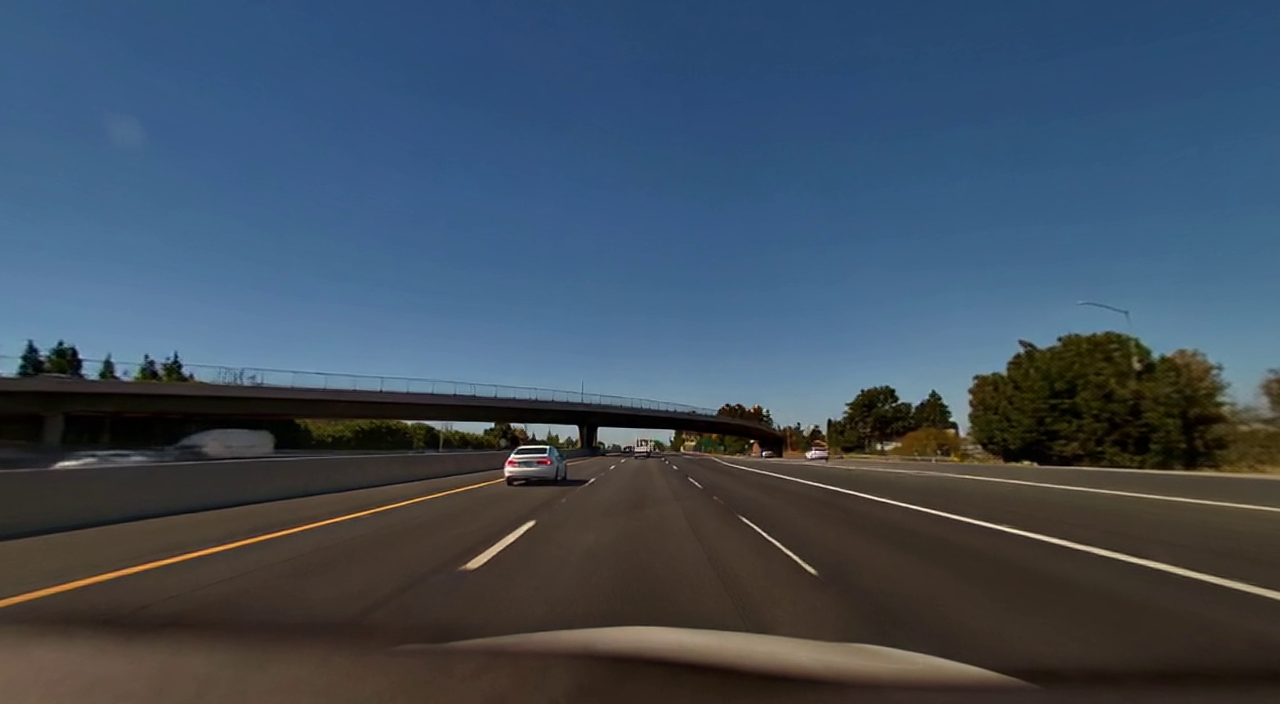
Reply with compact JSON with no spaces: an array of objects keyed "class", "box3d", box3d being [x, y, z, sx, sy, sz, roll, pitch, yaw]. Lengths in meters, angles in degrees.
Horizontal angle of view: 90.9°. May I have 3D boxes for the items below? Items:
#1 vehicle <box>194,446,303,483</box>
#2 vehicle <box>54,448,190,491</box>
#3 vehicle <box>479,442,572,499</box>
[{"class":"vehicle","box3d":[-17.902,5.123,29.140,1.967,1.548,4.652,0,-8,1]},{"class":"vehicle","box3d":[-21.991,4.979,27.070,1.919,1.636,4.540,0,-8,1]},{"class":"vehicle","box3d":[-3.305,3.484,18.958,1.968,1.504,3.892,0,-8,1]}]
